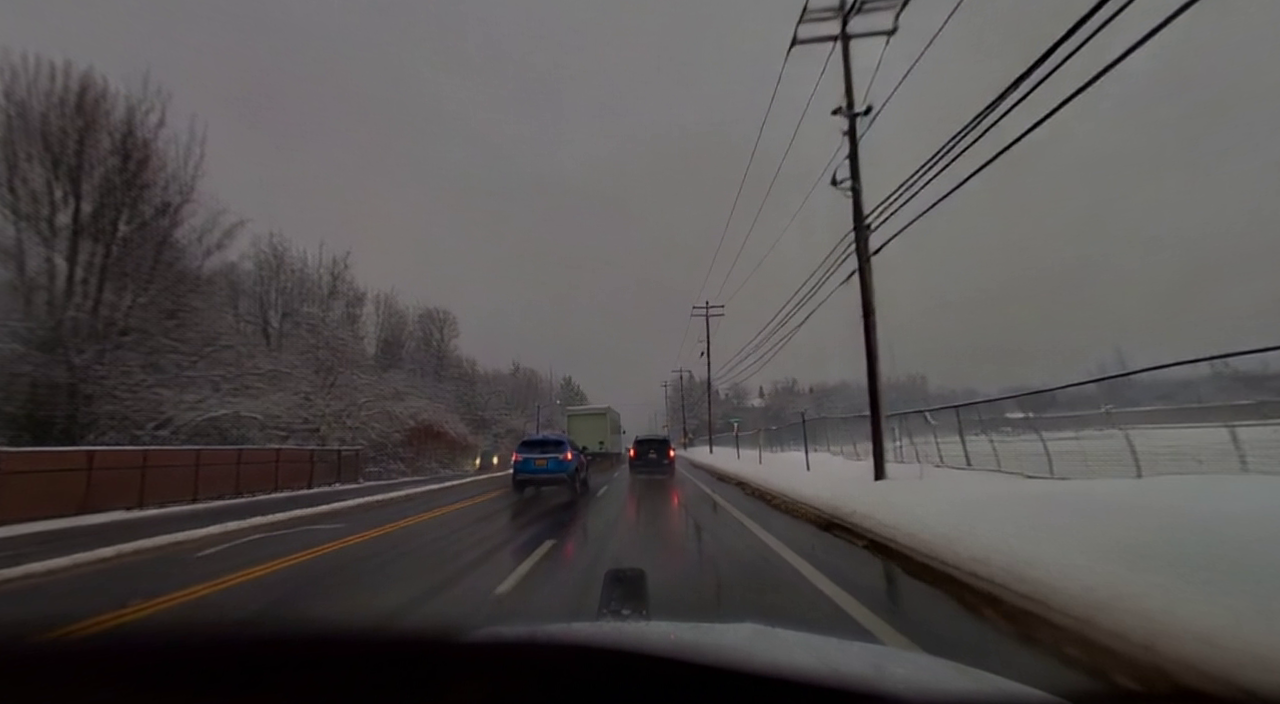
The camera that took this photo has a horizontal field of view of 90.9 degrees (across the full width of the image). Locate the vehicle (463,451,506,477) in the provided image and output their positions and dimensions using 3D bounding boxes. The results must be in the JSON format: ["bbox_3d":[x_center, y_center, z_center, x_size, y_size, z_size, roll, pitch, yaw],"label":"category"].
[{"bbox_3d":[-11.558,8.299,47.026,1.959,1.691,4.479,-4,-9,1],"label":"vehicle"}]

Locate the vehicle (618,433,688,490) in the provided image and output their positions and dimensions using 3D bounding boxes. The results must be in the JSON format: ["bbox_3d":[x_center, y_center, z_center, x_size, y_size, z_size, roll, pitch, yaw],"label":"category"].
[{"bbox_3d":[0.417,3.759,21.838,2.174,1.749,4.113,0,-9,0],"label":"vehicle"}]

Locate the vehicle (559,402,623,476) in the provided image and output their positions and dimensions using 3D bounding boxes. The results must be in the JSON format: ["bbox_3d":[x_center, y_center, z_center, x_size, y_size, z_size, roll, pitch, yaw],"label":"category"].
[{"bbox_3d":[-2.567,5.198,36.944,2.928,3.658,10.953,0,-9,0],"label":"vehicle"}]

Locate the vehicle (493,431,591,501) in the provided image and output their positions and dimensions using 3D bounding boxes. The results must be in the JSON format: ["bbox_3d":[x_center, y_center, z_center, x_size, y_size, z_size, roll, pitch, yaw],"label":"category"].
[{"bbox_3d":[-2.797,3.405,19.121,2.093,1.832,4.508,0,-9,2],"label":"vehicle"}]
